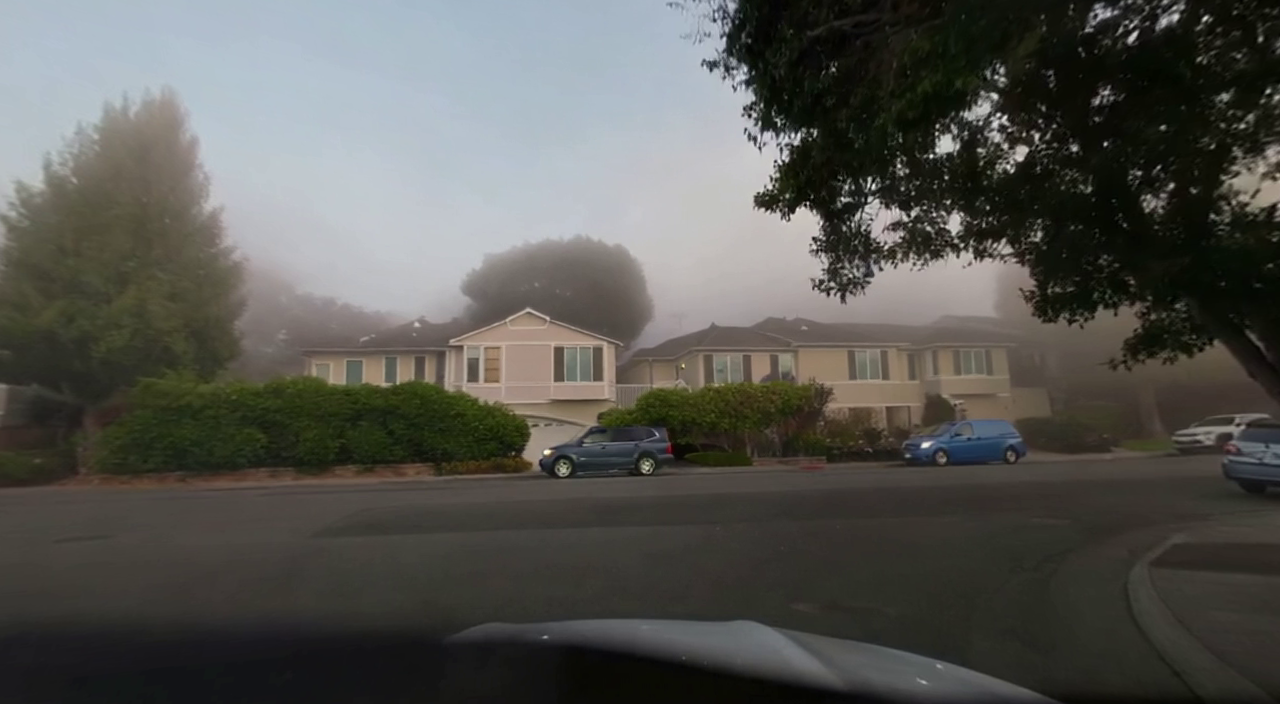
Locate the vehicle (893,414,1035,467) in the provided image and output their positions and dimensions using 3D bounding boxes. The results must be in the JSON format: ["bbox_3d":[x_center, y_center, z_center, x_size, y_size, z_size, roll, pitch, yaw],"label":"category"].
[{"bbox_3d":[10.059,2.750,19.690,3.513,1.507,1.798,2,-6,-8],"label":"vehicle"}]

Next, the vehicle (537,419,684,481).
[{"bbox_3d":[-0.853,2.723,17.594,3.746,1.518,1.845,3,-5,-15],"label":"vehicle"}]
